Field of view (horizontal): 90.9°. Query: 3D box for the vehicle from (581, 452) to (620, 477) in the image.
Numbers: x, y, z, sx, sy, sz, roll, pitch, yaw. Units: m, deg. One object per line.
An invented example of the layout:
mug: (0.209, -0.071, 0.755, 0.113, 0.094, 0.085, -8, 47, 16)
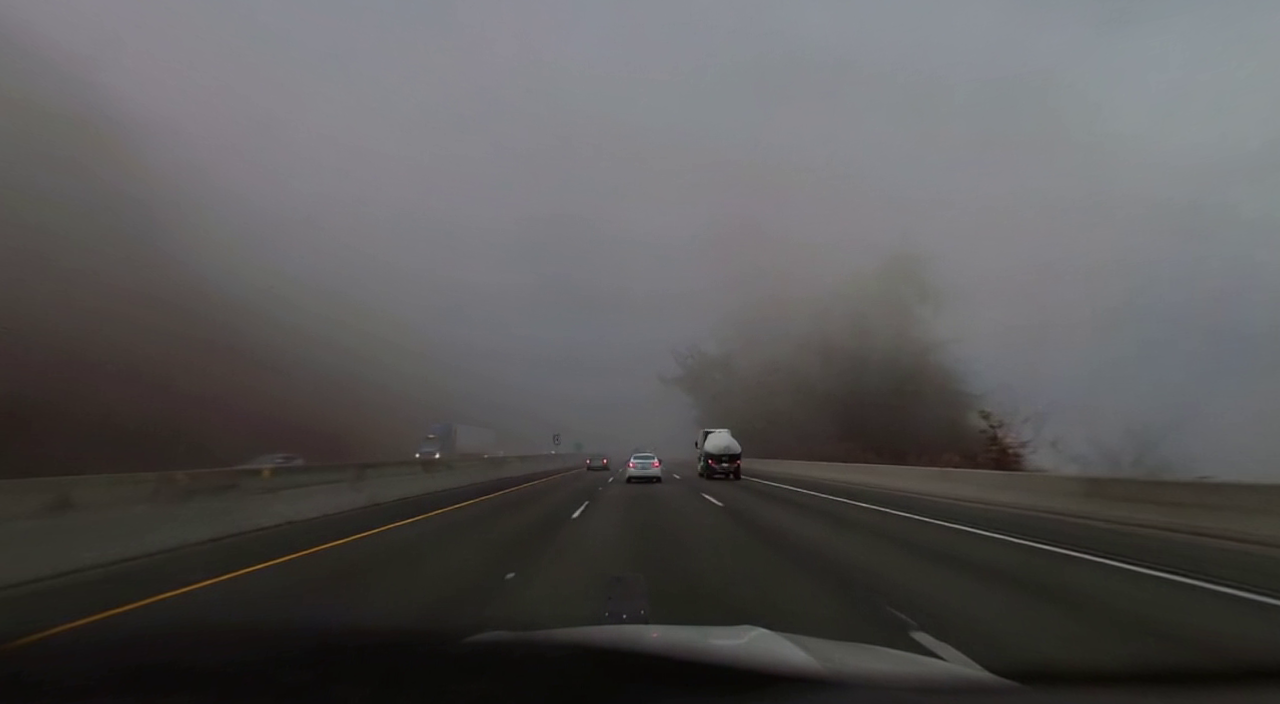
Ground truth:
vehicle: (-2.421, 7.067, 39.814, 2.105, 1.467, 4.099, 0, -9, 2)

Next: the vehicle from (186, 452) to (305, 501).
vehicle: (-15.649, 4.929, 25.323, 1.957, 1.779, 4.308, 0, -9, 0)

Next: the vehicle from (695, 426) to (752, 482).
vehicle: (5.104, 6.086, 37.506, 2.650, 2.978, 6.937, -3, -10, 12)

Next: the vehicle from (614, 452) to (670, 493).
vehicle: (0.069, 4.851, 25.778, 2.089, 1.516, 4.191, 0, -9, 0)
